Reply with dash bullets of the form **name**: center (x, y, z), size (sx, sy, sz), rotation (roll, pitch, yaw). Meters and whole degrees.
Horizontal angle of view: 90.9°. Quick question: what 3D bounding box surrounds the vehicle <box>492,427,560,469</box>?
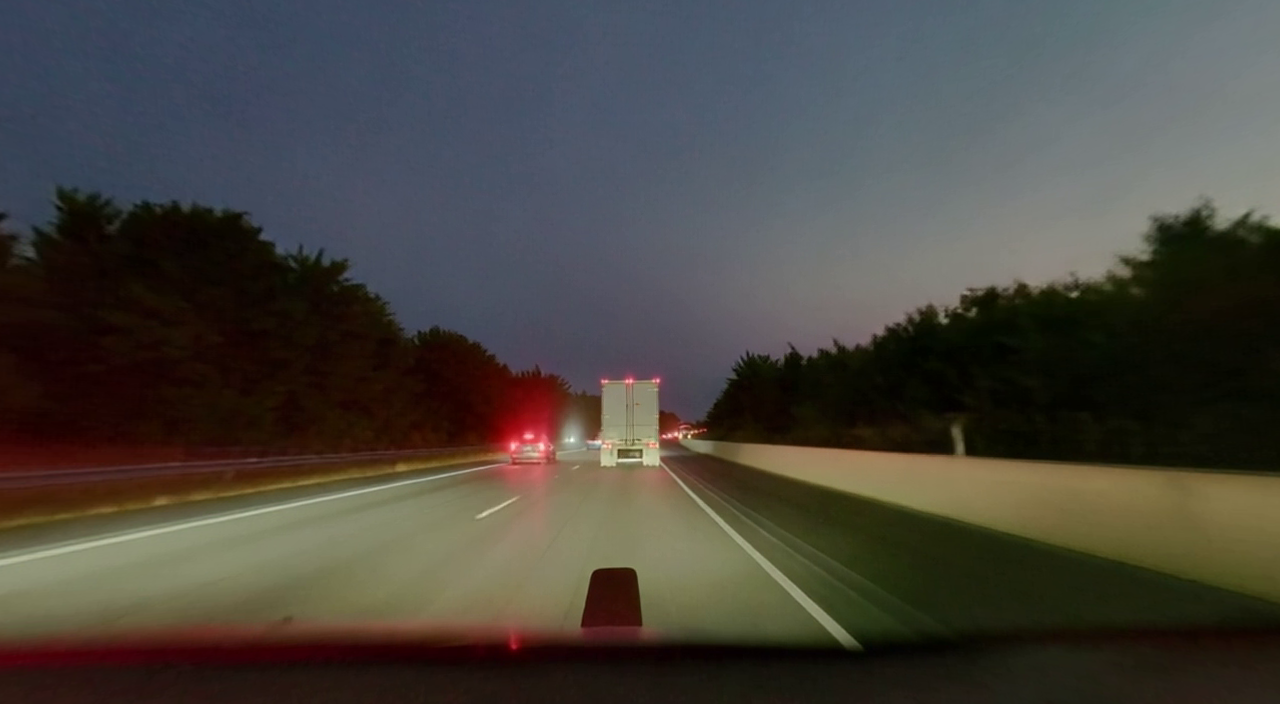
- **vehicle**: center (-4.936, 4.232, 27.922), size (2.138, 1.697, 4.587), rotation (0, -8, 0)

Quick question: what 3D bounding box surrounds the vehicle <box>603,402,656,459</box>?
- **vehicle**: center (-0.486, 3.486, 28.049), size (2.319, 2.461, 1.270), rotation (0, -8, -2)
